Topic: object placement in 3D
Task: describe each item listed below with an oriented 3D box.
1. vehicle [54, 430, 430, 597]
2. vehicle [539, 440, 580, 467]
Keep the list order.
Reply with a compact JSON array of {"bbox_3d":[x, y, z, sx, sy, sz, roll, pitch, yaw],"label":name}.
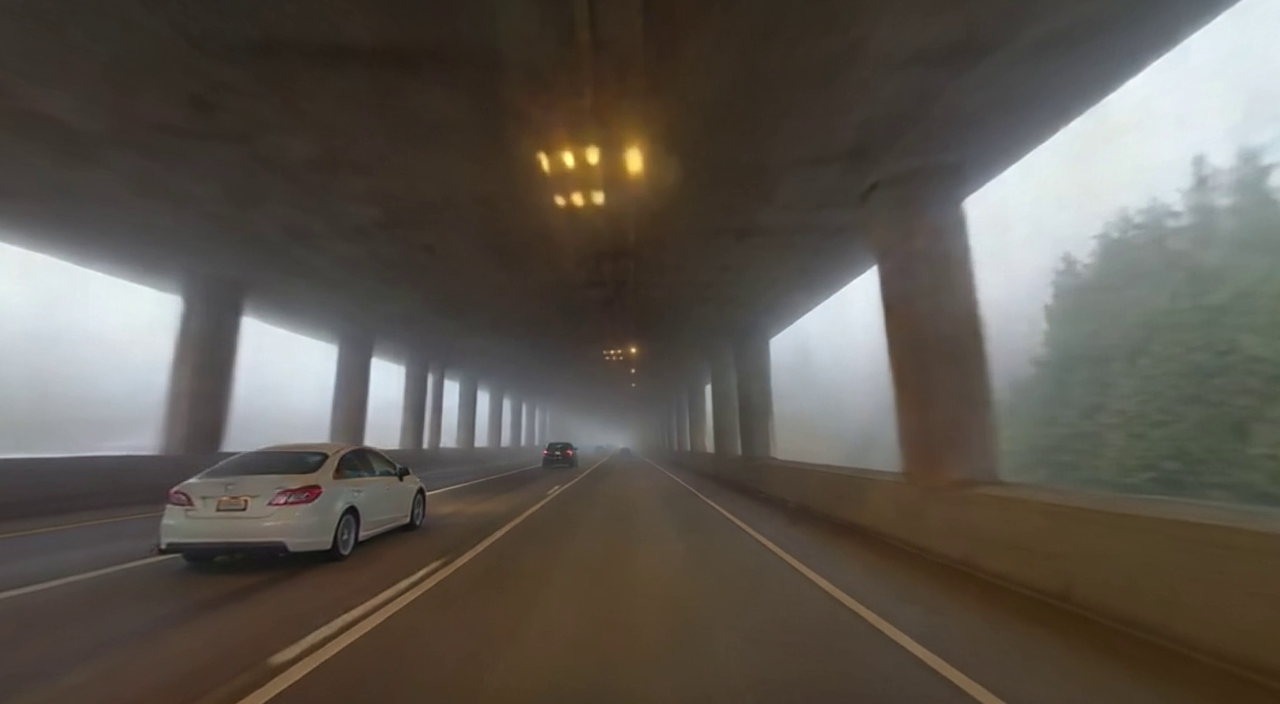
[{"bbox_3d":[-4.215,1.725,7.700,1.885,1.424,4.230,0,-8,-1],"label":"vehicle"},{"bbox_3d":[-4.680,5.913,36.977,1.973,1.474,4.199,0,-8,-1],"label":"vehicle"}]
